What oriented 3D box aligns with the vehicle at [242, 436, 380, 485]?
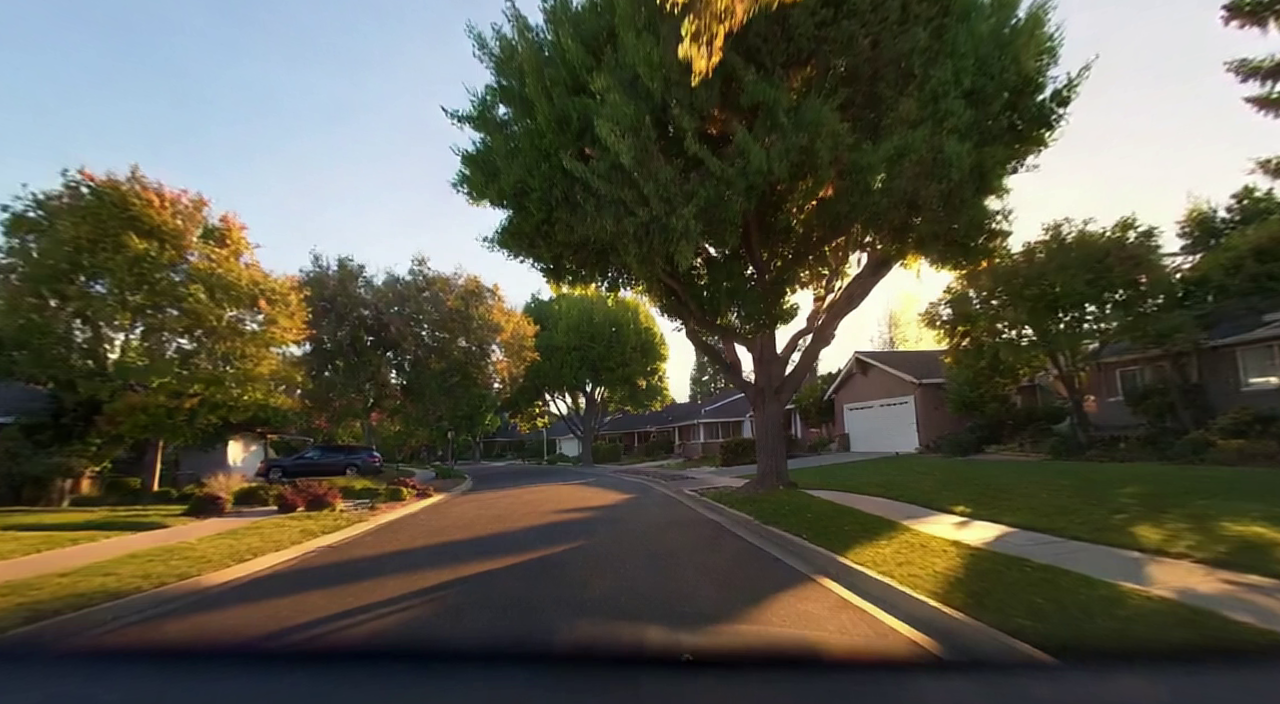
[{"bbox_3d":[-13.769,4.548,26.671,4.961,1.757,1.971,2,-9,-25],"label":"vehicle"}]
